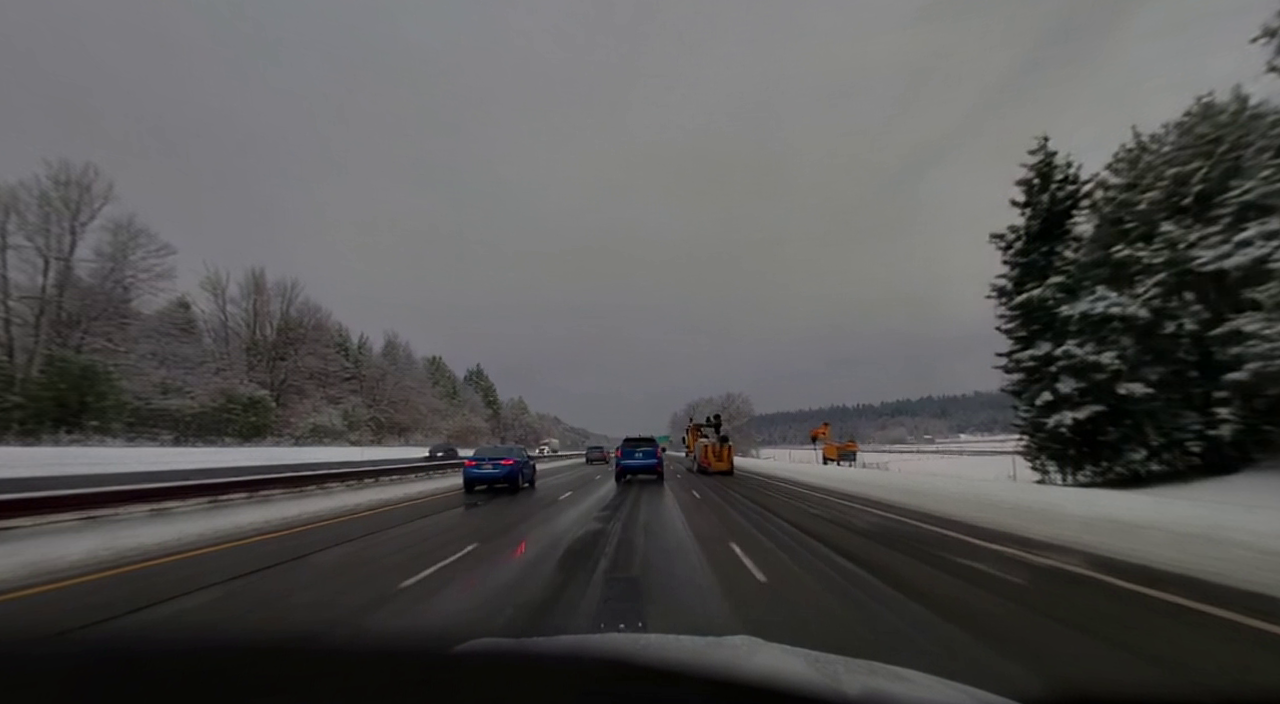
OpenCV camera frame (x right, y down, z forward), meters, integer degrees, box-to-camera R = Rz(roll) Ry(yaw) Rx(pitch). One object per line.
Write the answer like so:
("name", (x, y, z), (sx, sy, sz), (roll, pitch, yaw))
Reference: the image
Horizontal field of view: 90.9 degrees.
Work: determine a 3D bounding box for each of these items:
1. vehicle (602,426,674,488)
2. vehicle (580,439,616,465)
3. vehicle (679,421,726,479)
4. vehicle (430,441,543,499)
("vehicle", (-0.004, 3.727, 22.680), (2.308, 1.993, 4.631), (0, -8, 2))
("vehicle", (-3.175, 7.634, 48.369), (2.170, 1.859, 4.733), (-1, -8, 3))
("vehicle", (4.506, 7.317, 47.410), (2.793, 3.828, 9.580), (0, -8, 2))
("vehicle", (-4.332, 3.390, 18.583), (2.096, 1.469, 4.319), (0, -8, 2))
